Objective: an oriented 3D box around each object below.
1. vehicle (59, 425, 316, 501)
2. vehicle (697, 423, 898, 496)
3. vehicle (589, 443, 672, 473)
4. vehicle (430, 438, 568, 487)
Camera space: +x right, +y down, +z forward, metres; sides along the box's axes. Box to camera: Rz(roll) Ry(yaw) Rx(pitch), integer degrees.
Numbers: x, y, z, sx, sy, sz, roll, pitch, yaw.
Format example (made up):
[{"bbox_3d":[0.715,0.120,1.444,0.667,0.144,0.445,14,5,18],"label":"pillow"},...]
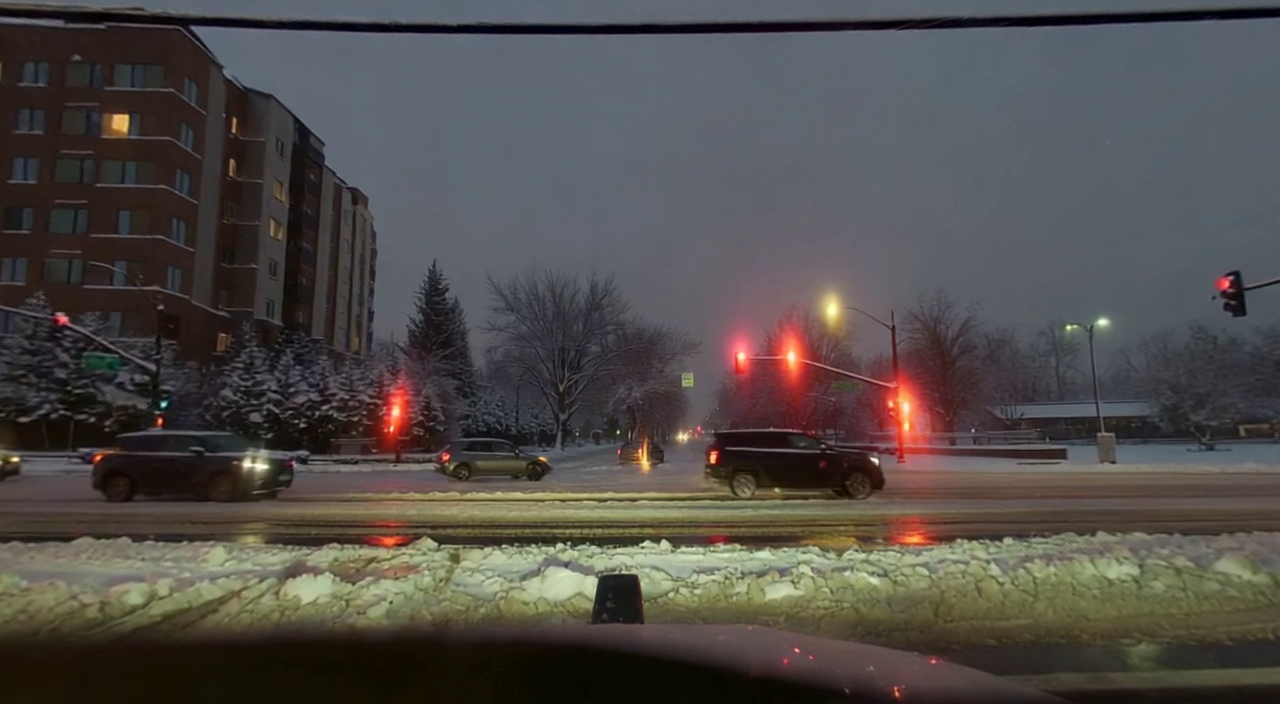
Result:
[{"bbox_3d":[-11.544,2.857,16.497,4.923,1.800,2.153,0,-8,-5],"label":"vehicle"},{"bbox_3d":[4.467,3.105,18.546,5.101,1.940,2.468,1,-8,-7],"label":"vehicle"},{"bbox_3d":[-0.421,5.714,34.414,1.976,1.505,5.084,-6,-10,33],"label":"vehicle"},{"bbox_3d":[-4.966,3.834,22.285,4.397,1.569,1.955,3,-9,-23],"label":"vehicle"}]
